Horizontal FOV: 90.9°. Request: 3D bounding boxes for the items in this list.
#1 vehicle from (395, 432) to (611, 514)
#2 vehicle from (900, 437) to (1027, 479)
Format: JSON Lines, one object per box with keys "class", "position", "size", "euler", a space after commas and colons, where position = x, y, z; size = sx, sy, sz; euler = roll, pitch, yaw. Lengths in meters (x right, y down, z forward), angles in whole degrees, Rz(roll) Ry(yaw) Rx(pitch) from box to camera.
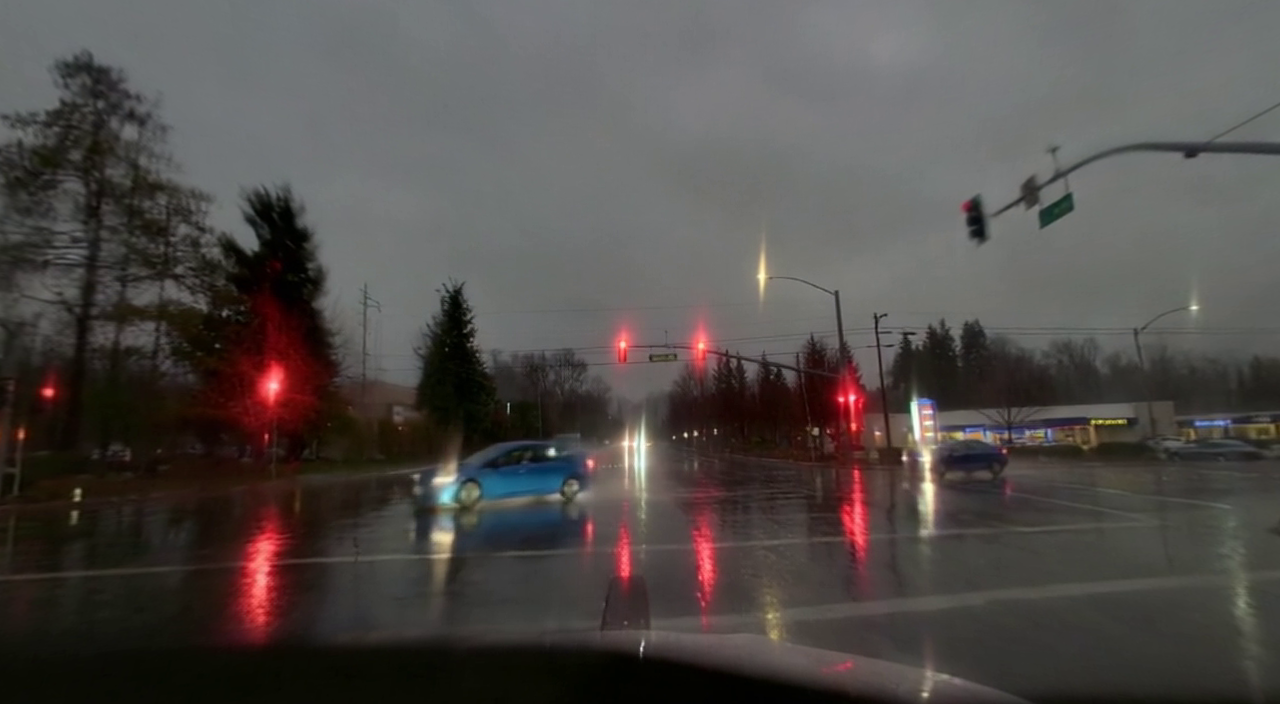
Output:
{"class": "vehicle", "position": [-2.790, 2.561, 13.897], "size": [1.864, 1.482, 4.528], "euler": [-6, -10, 35]}
{"class": "vehicle", "position": [12.670, 4.121, 24.689], "size": [4.377, 1.523, 1.877], "euler": [3, -9, -20]}
